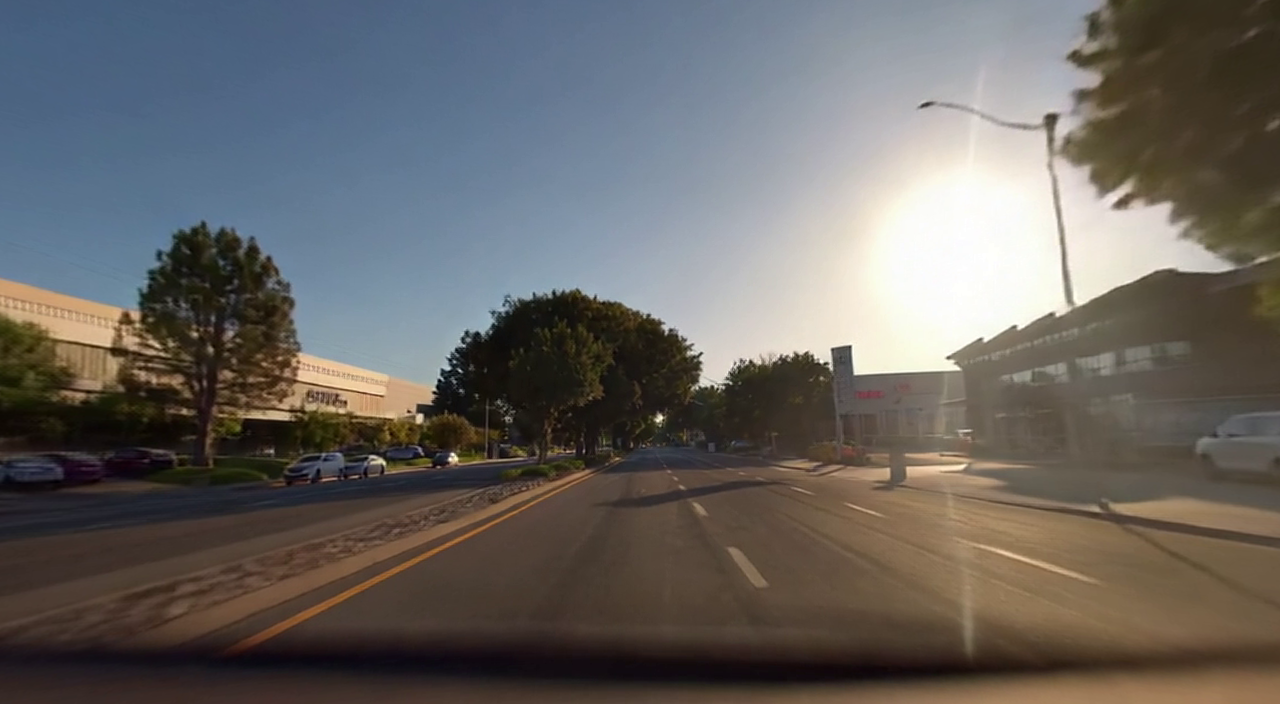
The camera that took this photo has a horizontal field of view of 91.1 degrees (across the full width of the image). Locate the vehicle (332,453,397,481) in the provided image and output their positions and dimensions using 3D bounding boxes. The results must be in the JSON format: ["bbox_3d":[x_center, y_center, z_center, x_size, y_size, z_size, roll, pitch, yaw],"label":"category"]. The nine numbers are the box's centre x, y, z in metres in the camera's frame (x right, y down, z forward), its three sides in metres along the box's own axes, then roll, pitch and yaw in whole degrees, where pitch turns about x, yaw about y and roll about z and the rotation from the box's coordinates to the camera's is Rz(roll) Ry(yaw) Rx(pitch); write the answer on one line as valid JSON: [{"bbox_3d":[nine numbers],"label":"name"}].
[{"bbox_3d":[-18.770,7.808,43.009,1.959,1.535,5.081,0,-7,3],"label":"vehicle"}]

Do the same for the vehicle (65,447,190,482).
[{"bbox_3d":[-27.000,5.924,33.227,4.472,1.717,2.392,0,-8,-2],"label":"vehicle"}]

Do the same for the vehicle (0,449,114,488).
[{"bbox_3d":[-27.158,5.219,28.358,4.724,1.634,2.314,0,-8,1],"label":"vehicle"}]

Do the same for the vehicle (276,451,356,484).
[{"bbox_3d":[-19.079,6.808,37.275,2.029,1.785,4.694,0,-8,3],"label":"vehicle"}]
